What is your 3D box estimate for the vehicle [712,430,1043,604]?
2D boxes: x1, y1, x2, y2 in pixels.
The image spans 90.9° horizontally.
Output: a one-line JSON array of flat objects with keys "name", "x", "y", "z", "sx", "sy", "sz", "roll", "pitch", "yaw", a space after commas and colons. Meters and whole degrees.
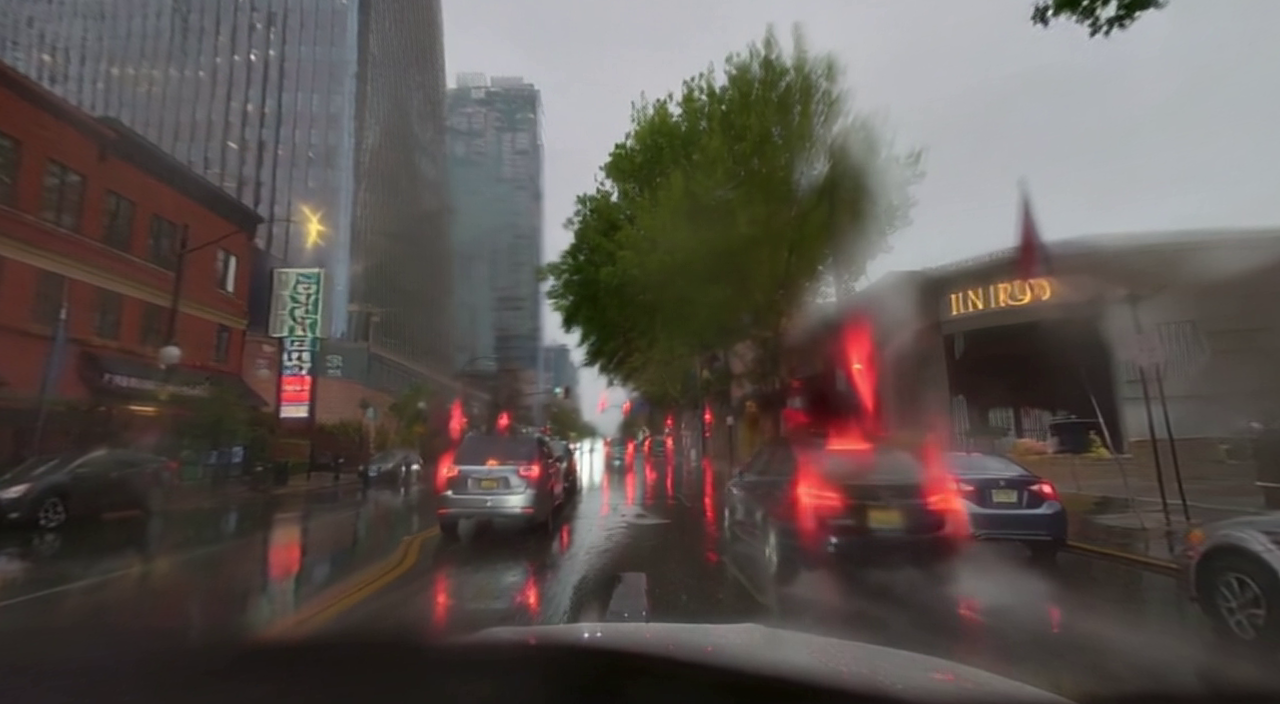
[{"name": "vehicle", "x": 2.311, "y": 1.760, "z": 7.710, "sx": 2.150, "sy": 1.464, "sz": 4.467, "roll": 1, "pitch": -9, "yaw": -2}]

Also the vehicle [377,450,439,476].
[{"name": "vehicle", "x": -14.115, "y": 6.744, "z": 38.665, "sx": 2.075, "sy": 1.472, "sz": 4.638, "roll": 0, "pitch": -9, "yaw": 0}]

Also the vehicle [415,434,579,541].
[{"name": "vehicle", "x": -2.312, "y": 2.195, "z": 10.972, "sx": 2.169, "sy": 1.427, "sz": 4.531, "roll": 1, "pitch": -9, "yaw": -9}]

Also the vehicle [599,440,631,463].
[{"name": "vehicle", "x": -1.756, "y": 6.819, "z": 43.350, "sx": 2.102, "sy": 1.521, "sz": 4.078, "roll": 1, "pitch": -9, "yaw": -3}]

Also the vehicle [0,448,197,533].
[{"name": "vehicle", "x": -13.357, "y": 3.218, "z": 15.346, "sx": 2.000, "sy": 1.708, "sz": 4.494, "roll": 1, "pitch": -9, "yaw": -3}]
